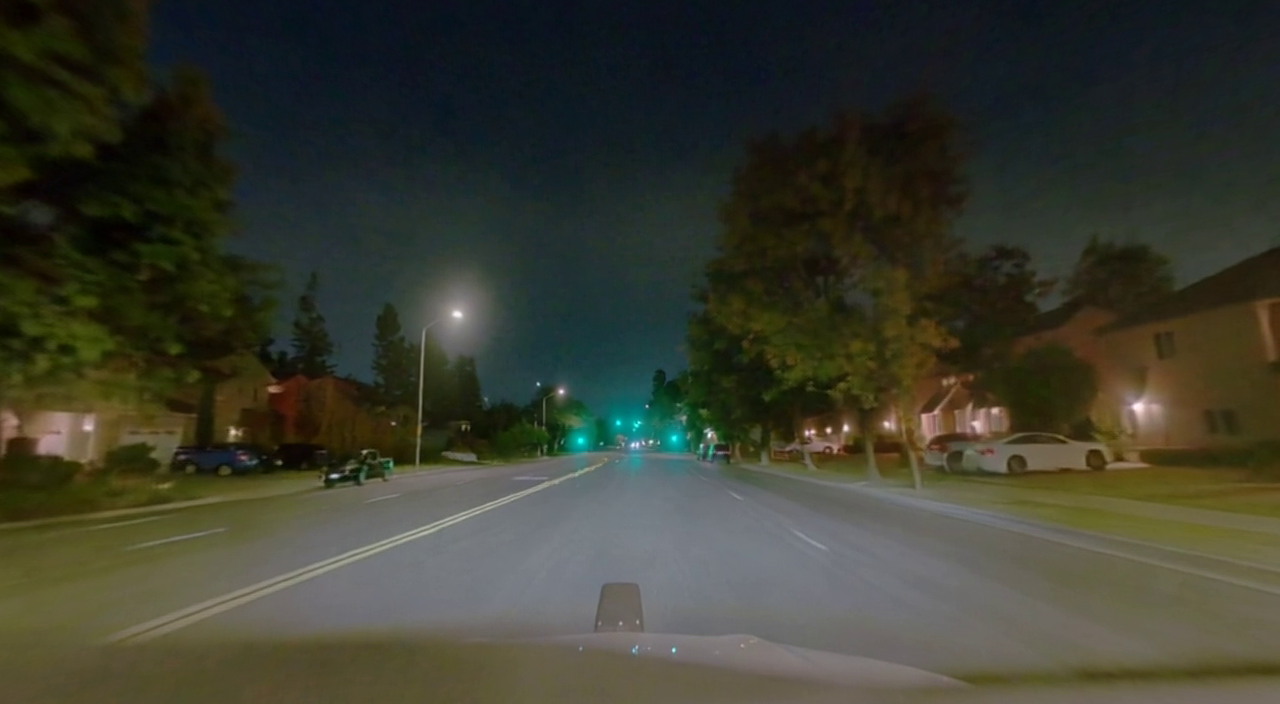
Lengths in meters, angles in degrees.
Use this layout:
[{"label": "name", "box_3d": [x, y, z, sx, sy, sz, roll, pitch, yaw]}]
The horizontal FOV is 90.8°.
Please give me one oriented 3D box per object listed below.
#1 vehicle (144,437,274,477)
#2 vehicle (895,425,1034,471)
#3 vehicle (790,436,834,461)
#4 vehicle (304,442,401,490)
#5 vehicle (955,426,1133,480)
[{"label": "vehicle", "box_3d": [-21.251, 5.181, 31.328, 4.830, 1.857, 2.183, 0, -9, 2]}, {"label": "vehicle", "box_3d": [13.966, 4.177, 27.461, 4.763, 1.816, 2.227, -2, -9, 2]}, {"label": "vehicle", "box_3d": [13.309, 7.532, 49.151, 1.978, 1.738, 4.734, -2, -9, -1]}, {"label": "vehicle", "box_3d": [-11.456, 4.569, 25.527, 2.020, 1.691, 4.308, -1, -10, -2]}, {"label": "vehicle", "box_3d": [14.089, 3.568, 22.291, 4.775, 1.524, 1.983, -4, -9, 3]}]
